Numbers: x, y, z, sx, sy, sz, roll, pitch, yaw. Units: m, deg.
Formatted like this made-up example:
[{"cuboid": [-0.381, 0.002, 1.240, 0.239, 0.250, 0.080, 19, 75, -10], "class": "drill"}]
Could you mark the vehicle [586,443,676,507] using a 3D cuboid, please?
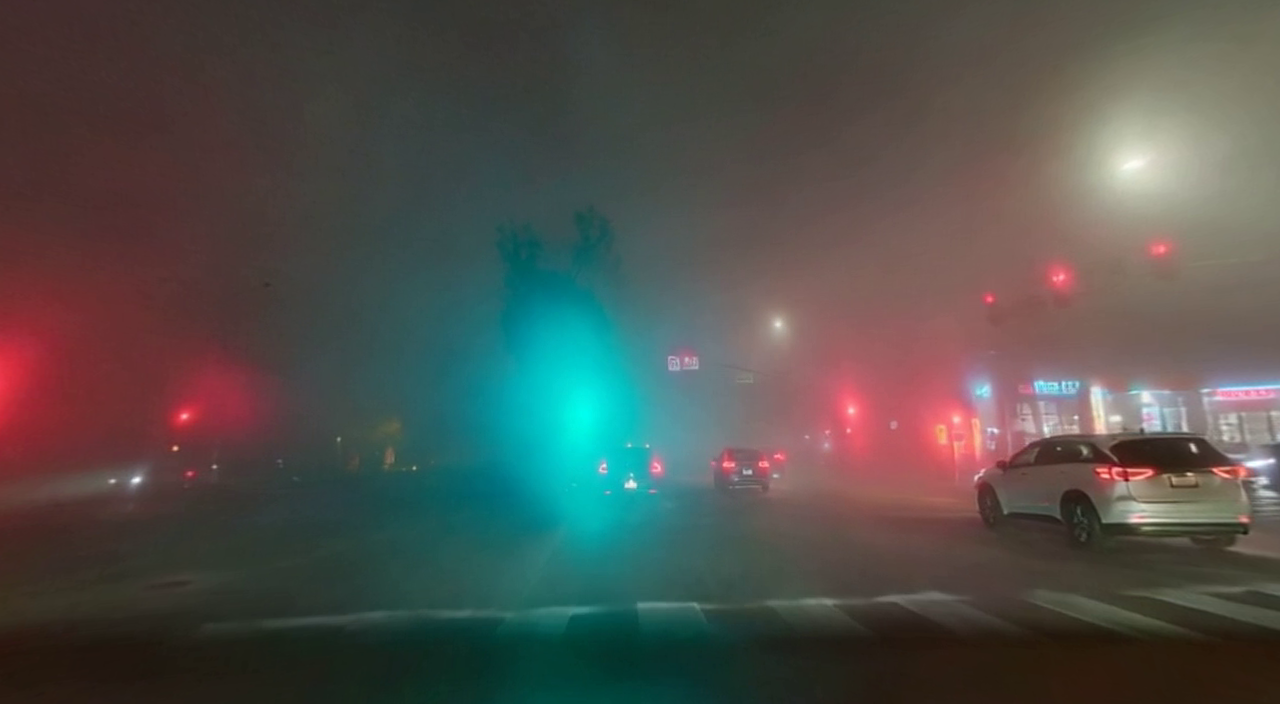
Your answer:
[{"cuboid": [-0.239, 3.188, 16.879, 2.110, 1.487, 3.873, 0, -8, -1], "class": "vehicle"}]

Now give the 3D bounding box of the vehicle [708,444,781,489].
[{"cuboid": [3.770, 4.195, 23.543, 1.892, 1.532, 4.177, 0, -8, -2], "class": "vehicle"}]

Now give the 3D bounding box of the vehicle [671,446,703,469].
[{"cuboid": [3.486, 7.960, 47.914, 2.012, 1.570, 4.600, 0, -8, -1], "class": "vehicle"}]

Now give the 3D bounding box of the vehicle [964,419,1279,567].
[{"cuboid": [6.921, 1.927, 9.376, 1.940, 1.674, 4.085, 0, -8, -1], "class": "vehicle"}]
